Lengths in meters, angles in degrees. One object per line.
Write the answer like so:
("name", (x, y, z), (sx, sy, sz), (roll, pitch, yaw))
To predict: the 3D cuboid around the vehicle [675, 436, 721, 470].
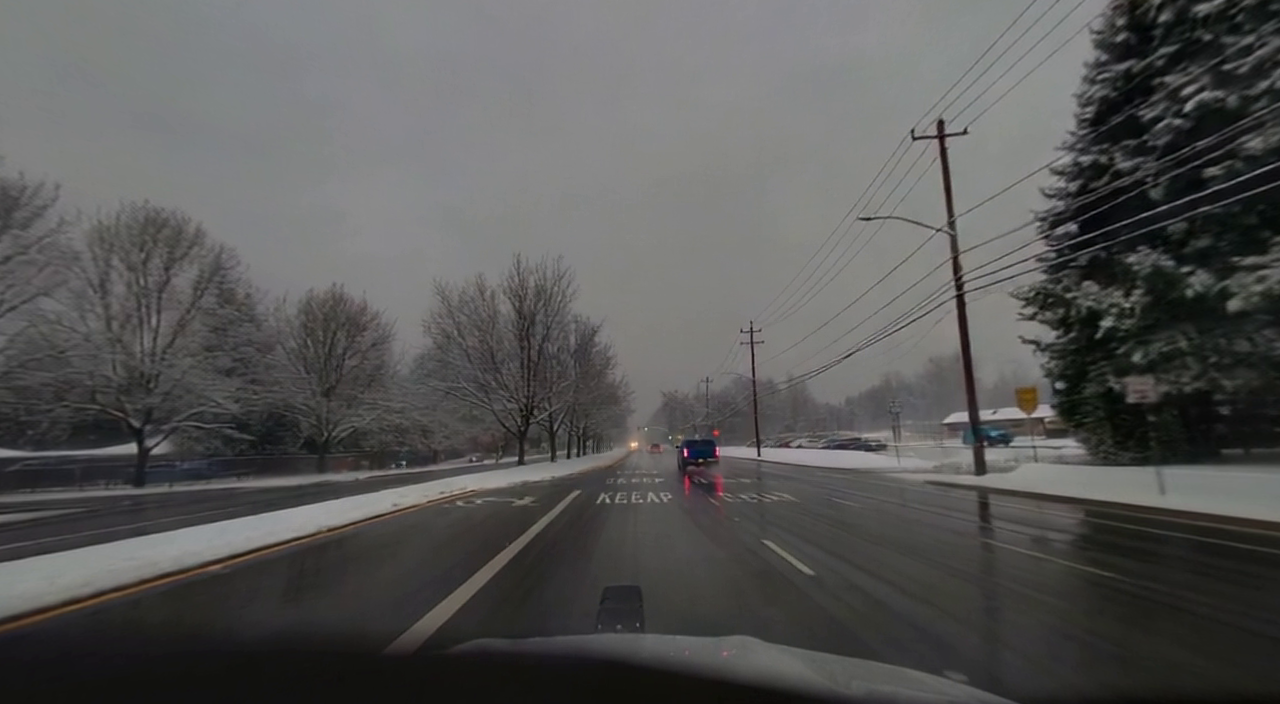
("vehicle", (3.257, 5.762, 36.332), (2.086, 1.803, 4.607), (0, -8, -2))
